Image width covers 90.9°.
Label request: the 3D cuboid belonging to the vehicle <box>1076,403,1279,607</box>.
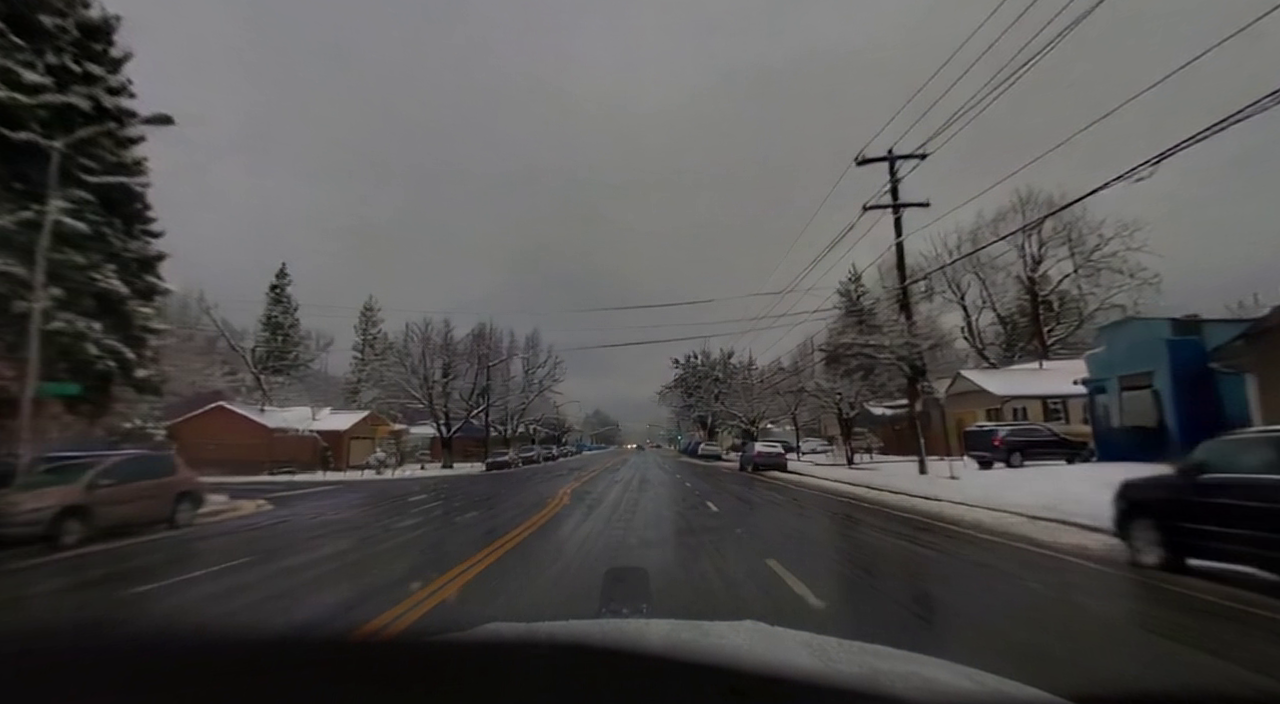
[{"bbox_3d":[6.601,1.323,5.478,2.194,1.741,4.800,0,-8,1],"label":"vehicle"}]

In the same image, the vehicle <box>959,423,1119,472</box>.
[{"bbox_3d":[14.466,3.496,23.056,4.479,1.671,1.913,0,-8,1],"label":"vehicle"}]

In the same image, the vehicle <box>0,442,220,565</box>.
[{"bbox_3d":[-10.495,2.730,12.107,1.984,1.762,4.266,-3,-6,0],"label":"vehicle"}]

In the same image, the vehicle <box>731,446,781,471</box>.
[{"bbox_3d":[7.077,6.546,38.934,2.070,1.428,4.636,0,-8,-1],"label":"vehicle"}]

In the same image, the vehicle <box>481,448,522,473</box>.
[{"bbox_3d":[-10.060,7.904,46.097,1.965,1.675,4.577,0,-8,0],"label":"vehicle"}]
